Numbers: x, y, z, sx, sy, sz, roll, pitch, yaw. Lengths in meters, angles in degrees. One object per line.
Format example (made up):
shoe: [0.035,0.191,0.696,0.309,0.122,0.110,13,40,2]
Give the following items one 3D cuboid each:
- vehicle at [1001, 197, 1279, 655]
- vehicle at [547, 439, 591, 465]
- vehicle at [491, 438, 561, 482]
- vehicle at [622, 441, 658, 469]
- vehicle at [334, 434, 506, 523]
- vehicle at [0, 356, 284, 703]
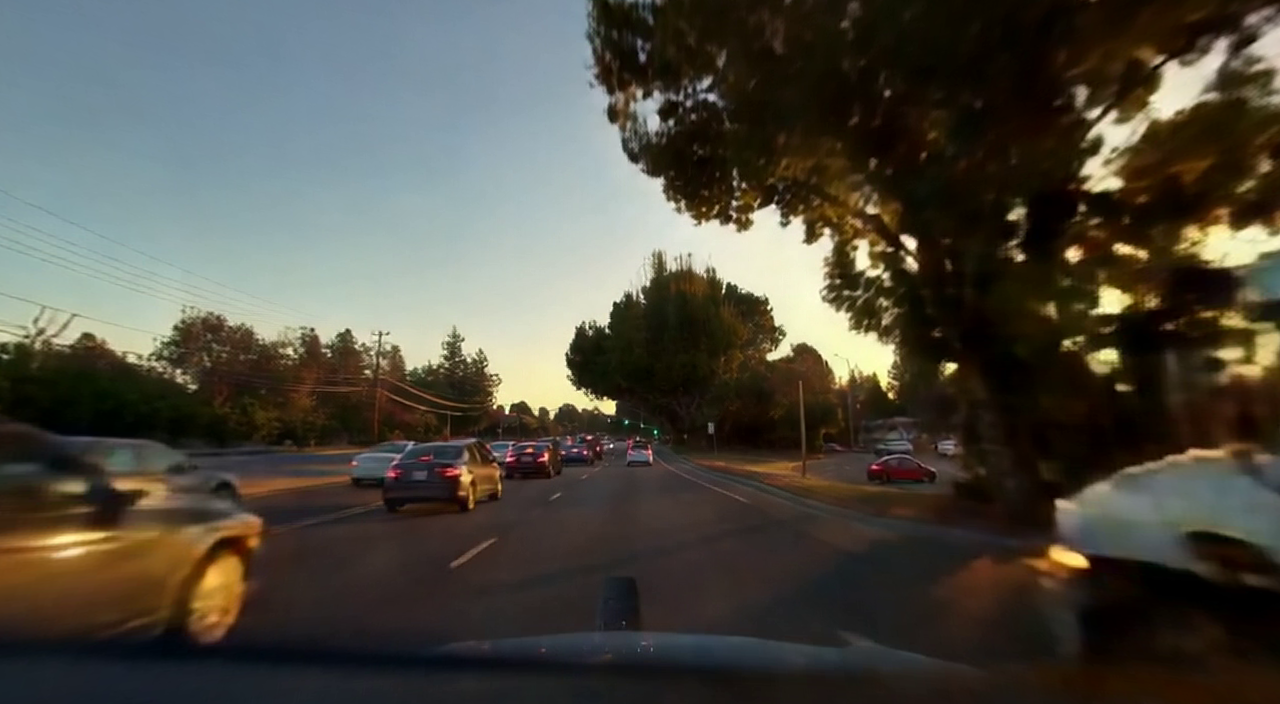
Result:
vehicle: [7.382,0.317,3.406,3.138,3.120,8.670,7,-11,-42]
vehicle: [-4.173,5.979,37.825,1.975,1.447,4.356,-1,-8,2]
vehicle: [-4.237,4.065,24.106,1.871,1.502,4.240,0,-8,1]
vehicle: [0.004,5.632,34.629,1.875,1.453,3.888,0,-8,0]
vehicle: [-4.226,2.488,13.012,1.904,1.496,4.481,0,-8,0]
vehicle: [-3.536,0.812,2.145,2.007,1.664,4.431,0,-8,1]
